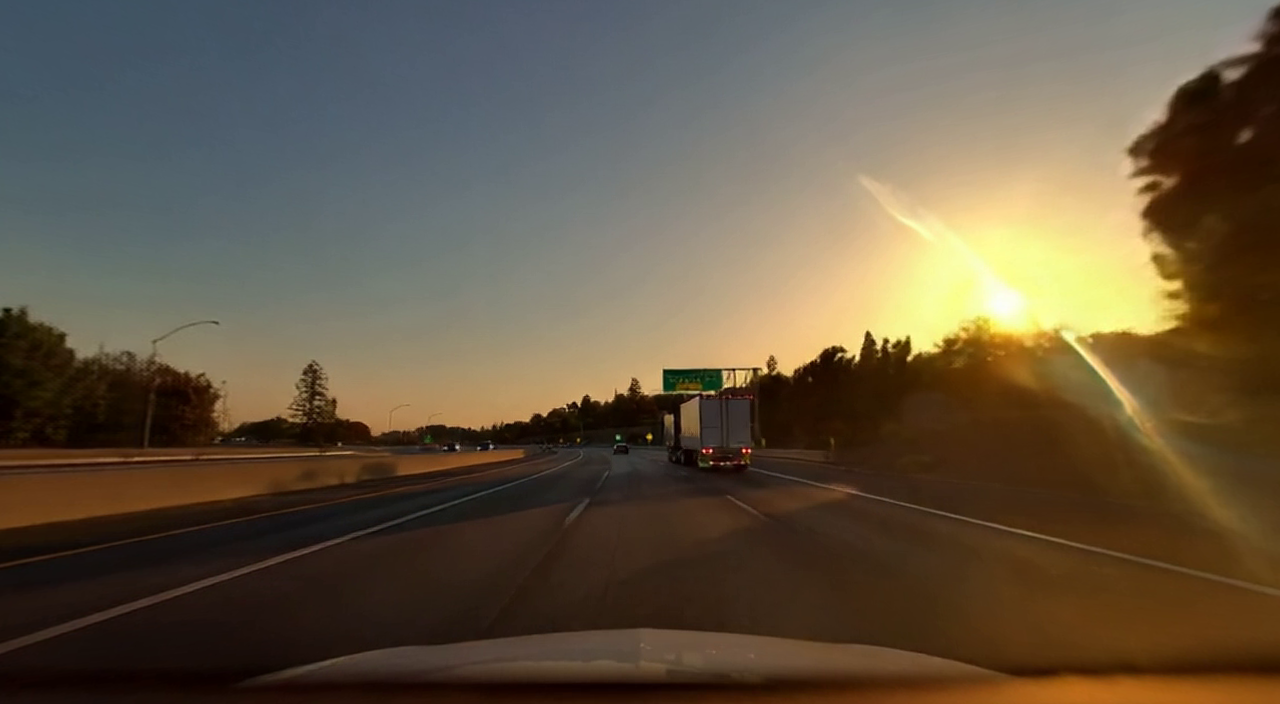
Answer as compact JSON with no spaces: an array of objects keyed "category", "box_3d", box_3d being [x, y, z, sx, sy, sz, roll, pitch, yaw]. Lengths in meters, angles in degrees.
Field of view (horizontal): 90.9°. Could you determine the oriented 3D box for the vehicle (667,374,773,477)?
[{"category":"vehicle","box_3d":[3.668,4.298,34.995,2.932,4.205,18.253,0,-8,-2]}]
